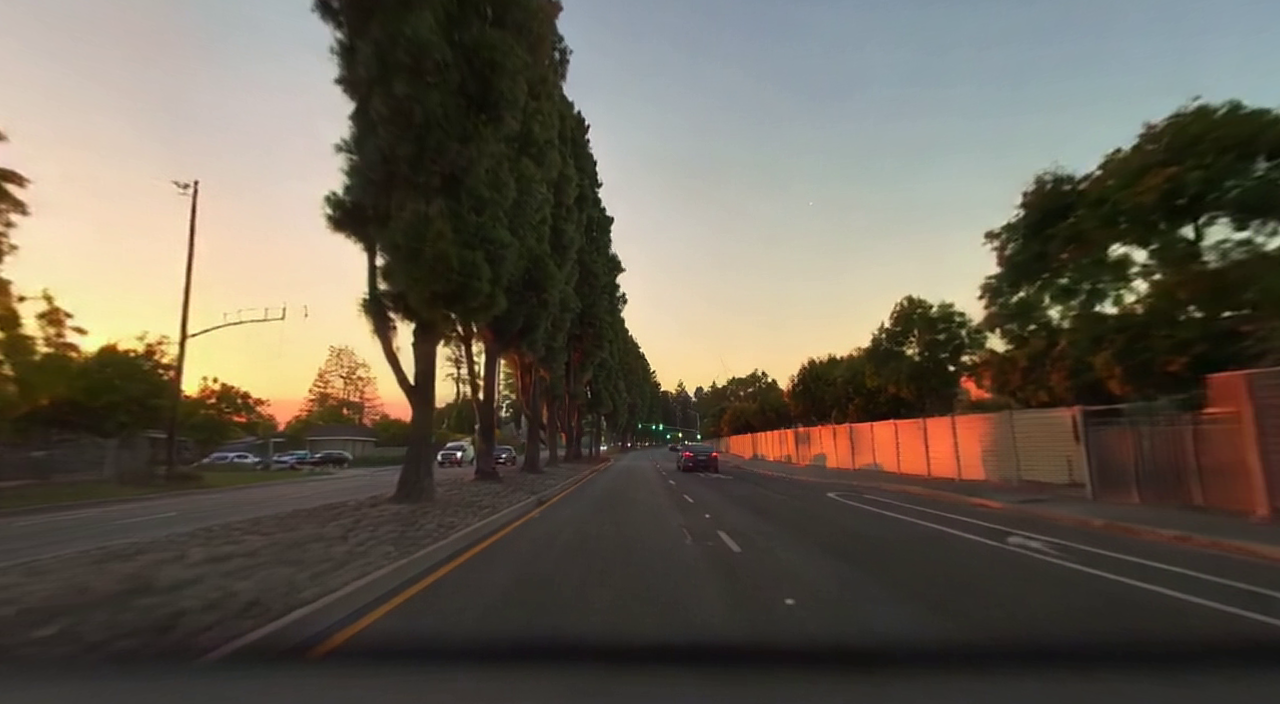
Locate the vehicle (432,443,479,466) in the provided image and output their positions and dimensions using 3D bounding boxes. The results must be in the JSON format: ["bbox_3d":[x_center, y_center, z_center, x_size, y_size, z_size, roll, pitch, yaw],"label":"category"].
[{"bbox_3d":[-13.471,7.502,46.223,2.036,1.645,4.468,0,-9,1],"label":"vehicle"}]

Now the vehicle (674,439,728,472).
[{"bbox_3d":[2.933,5.111,31.173,2.105,1.490,4.008,0,-9,-2],"label":"vehicle"}]

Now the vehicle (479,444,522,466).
[{"bbox_3d":[-9.481,7.035,43.144,1.833,1.420,4.327,0,-9,2],"label":"vehicle"}]
